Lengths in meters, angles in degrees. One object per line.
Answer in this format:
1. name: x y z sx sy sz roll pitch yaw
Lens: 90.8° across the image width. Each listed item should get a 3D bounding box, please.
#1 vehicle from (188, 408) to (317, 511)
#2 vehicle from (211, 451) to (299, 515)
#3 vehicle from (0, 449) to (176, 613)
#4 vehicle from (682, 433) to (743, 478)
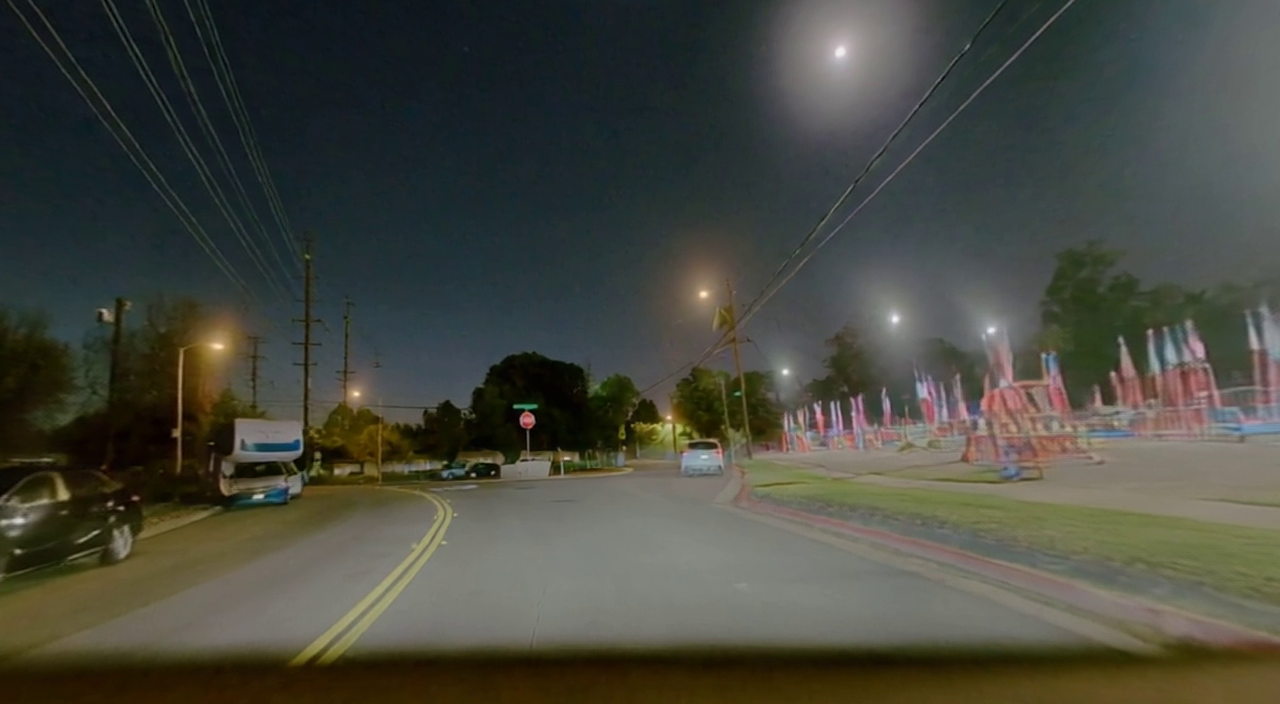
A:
1. vehicle: -17.766 4.611 28.424 3.216 3.720 11.364 4 -9 -39
2. vehicle: -12.306 4.097 20.418 2.103 1.599 4.865 3 -8 -29
3. vehicle: -7.921 2.053 7.744 2.085 1.545 4.340 1 -7 -15
4. vehicle: 3.420 5.009 31.179 2.508 1.887 5.930 -1 -7 2
